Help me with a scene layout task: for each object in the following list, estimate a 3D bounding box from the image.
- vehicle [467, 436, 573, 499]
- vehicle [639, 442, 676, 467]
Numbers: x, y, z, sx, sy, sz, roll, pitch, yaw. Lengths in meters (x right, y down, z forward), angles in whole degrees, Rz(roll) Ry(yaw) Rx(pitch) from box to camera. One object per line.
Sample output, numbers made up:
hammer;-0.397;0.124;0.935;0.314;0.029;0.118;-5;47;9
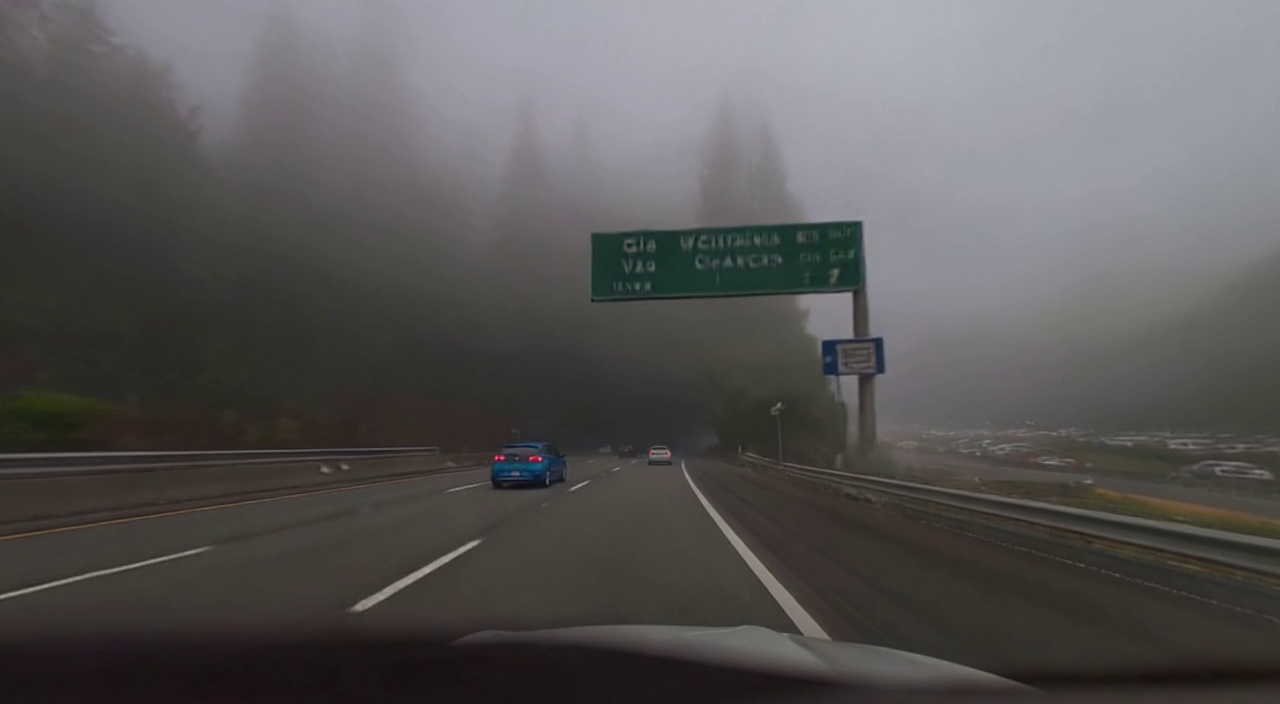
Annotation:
vehicle;-3.201;3.181;17.880;2.024;1.531;4.431;0;-8;1
vehicle;1.141;6.311;39.078;2.113;1.464;4.073;0;-8;3
